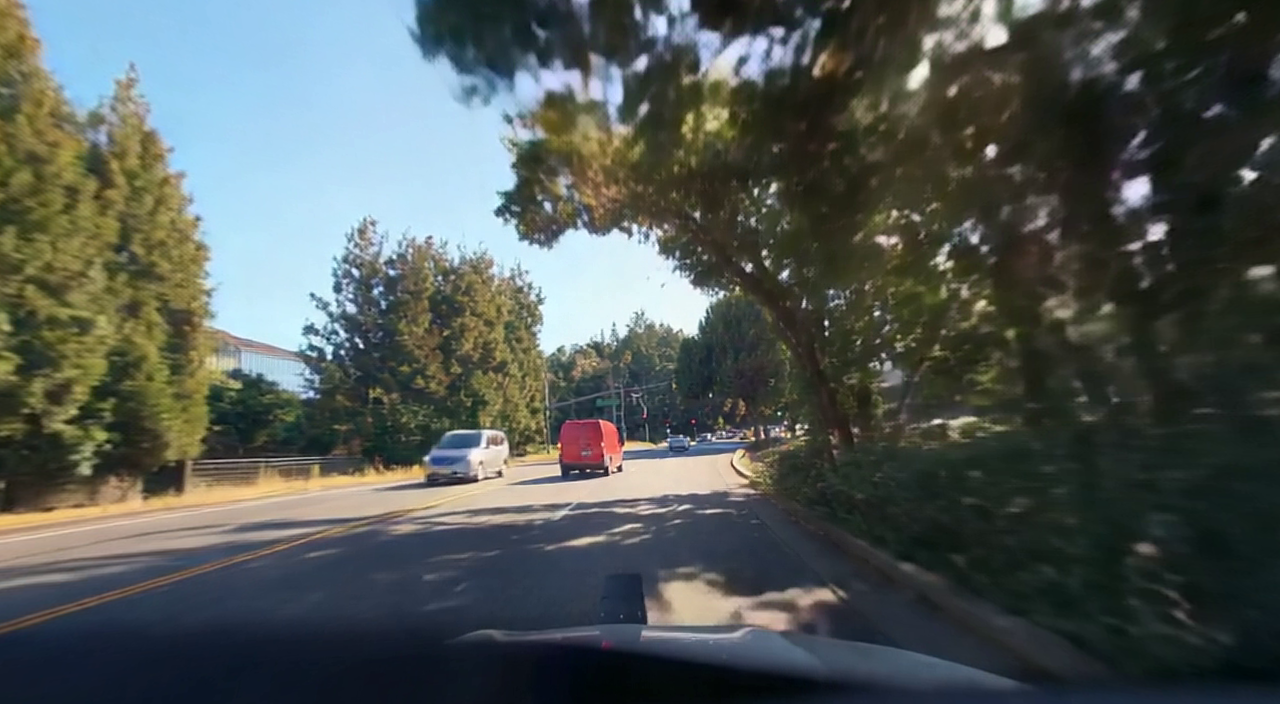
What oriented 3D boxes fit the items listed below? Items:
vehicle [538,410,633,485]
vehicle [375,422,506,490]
[{"bbox_3d":[-1.625,3.168,21.021,2.362,2.185,5.212,-1,-8,4],"label":"vehicle"},{"bbox_3d":[-5.494,2.973,18.087,1.968,1.674,4.451,-2,-9,5],"label":"vehicle"}]
